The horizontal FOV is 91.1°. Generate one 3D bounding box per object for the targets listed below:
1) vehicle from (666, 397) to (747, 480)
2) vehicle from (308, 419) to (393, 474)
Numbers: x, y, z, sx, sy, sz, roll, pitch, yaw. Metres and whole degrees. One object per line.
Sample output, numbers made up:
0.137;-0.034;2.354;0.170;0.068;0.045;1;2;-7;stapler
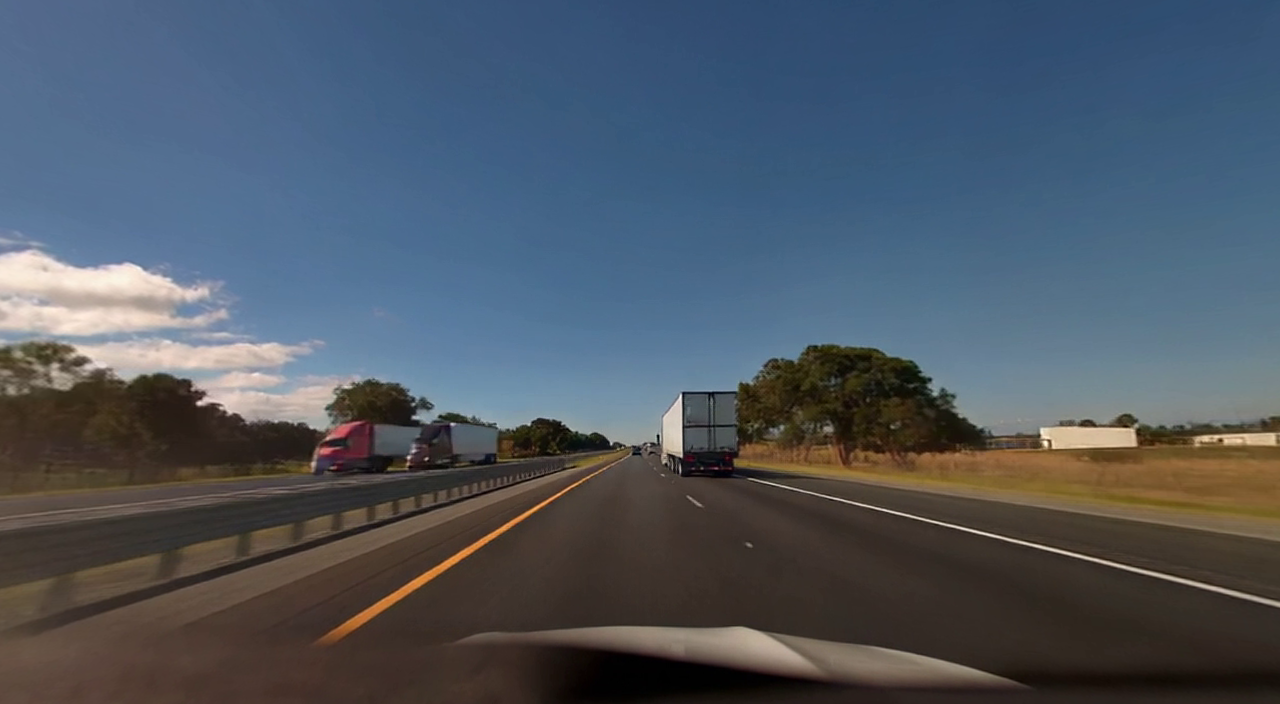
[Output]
3.464;5.182;37.045;3.037;3.999;13.133;0;-9;-1;vehicle
-21.970;7.300;48.326;2.941;3.857;7.508;-1;-9;-1;vehicle
